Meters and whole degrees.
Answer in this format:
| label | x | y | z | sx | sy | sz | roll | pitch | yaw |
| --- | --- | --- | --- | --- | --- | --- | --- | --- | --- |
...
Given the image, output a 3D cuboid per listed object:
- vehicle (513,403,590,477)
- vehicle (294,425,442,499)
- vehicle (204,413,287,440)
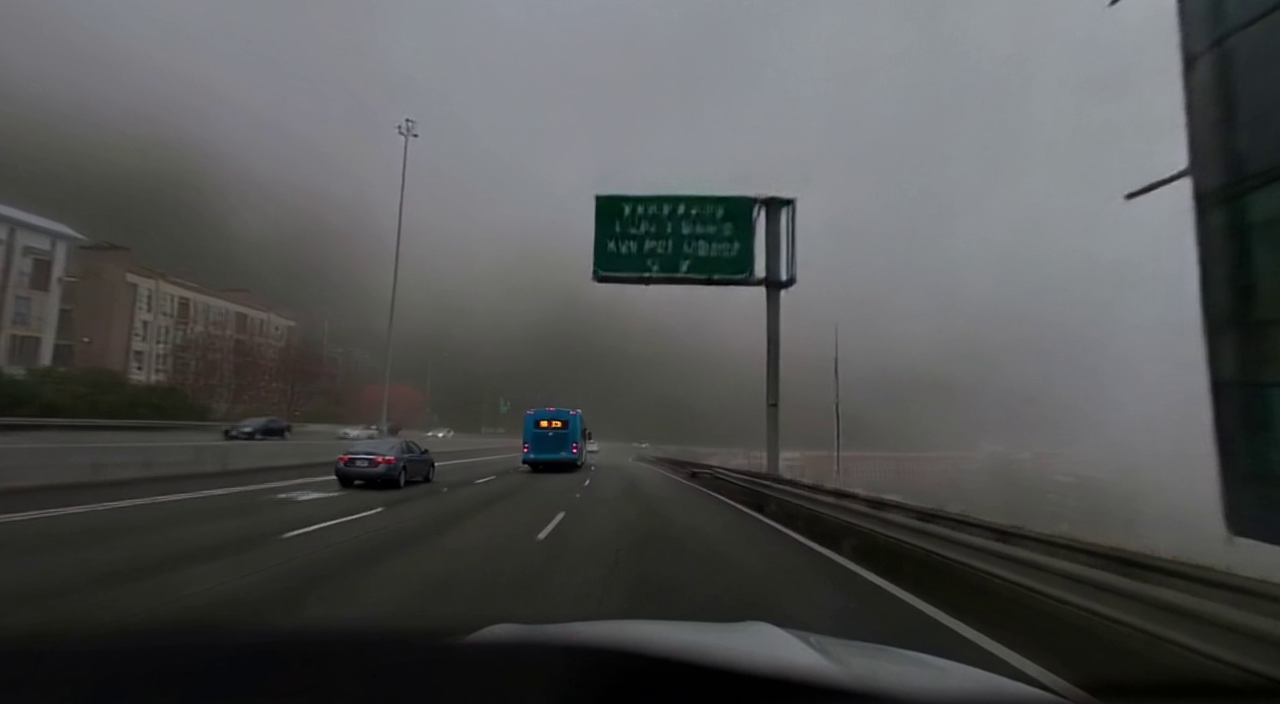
| label | x | y | z | sx | sy | sz | roll | pitch | yaw |
| --- | --- | --- | --- | --- | --- | --- | --- | --- | --- |
| vehicle | -3.880 | 4.248 | 29.628 | 2.888 | 2.944 | 8.373 | 1 | -10 | -3 |
| vehicle | -6.993 | 2.892 | 16.840 | 1.993 | 1.690 | 4.450 | 0 | -9 | 0 |
| vehicle | -29.784 | 5.714 | 47.890 | 2.209 | 1.845 | 5.765 | -1 | -9 | 5 |
